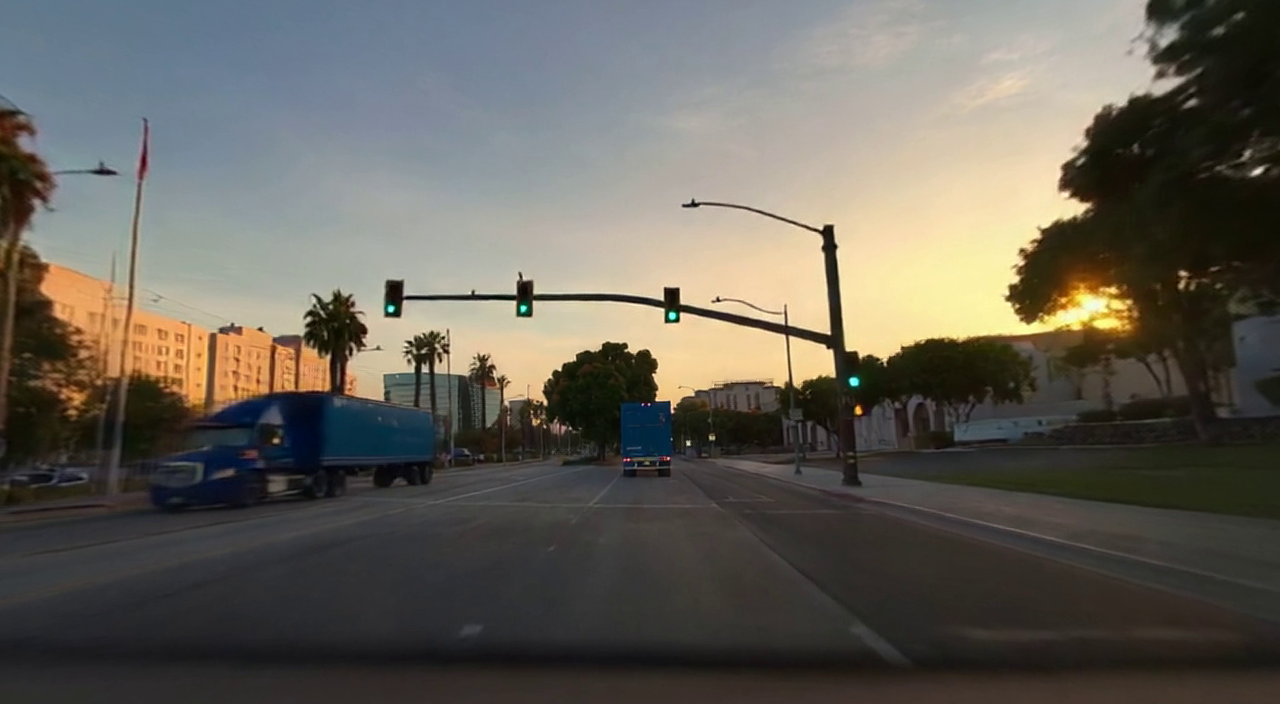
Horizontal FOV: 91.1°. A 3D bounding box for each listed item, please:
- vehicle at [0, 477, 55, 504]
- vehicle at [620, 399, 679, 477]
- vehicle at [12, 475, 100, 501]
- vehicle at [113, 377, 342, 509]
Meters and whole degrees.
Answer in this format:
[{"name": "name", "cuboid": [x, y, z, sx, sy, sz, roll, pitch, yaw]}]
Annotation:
[{"name": "vehicle", "cuboid": [-35.621, 7.828, 35.437, 3.477, 1.395, 1.617, -1, -10, -1]}, {"name": "vehicle", "cuboid": [0.306, 5.306, 38.039, 2.992, 3.949, 11.815, 0, -9, -2]}, {"name": "vehicle", "cuboid": [-35.537, 8.300, 38.279, 3.601, 1.427, 1.646, 1, -9, -2]}, {"name": "vehicle", "cuboid": [-14.283, 3.317, 22.796, 3.008, 3.997, 7.313, 0, -9, 2]}]
